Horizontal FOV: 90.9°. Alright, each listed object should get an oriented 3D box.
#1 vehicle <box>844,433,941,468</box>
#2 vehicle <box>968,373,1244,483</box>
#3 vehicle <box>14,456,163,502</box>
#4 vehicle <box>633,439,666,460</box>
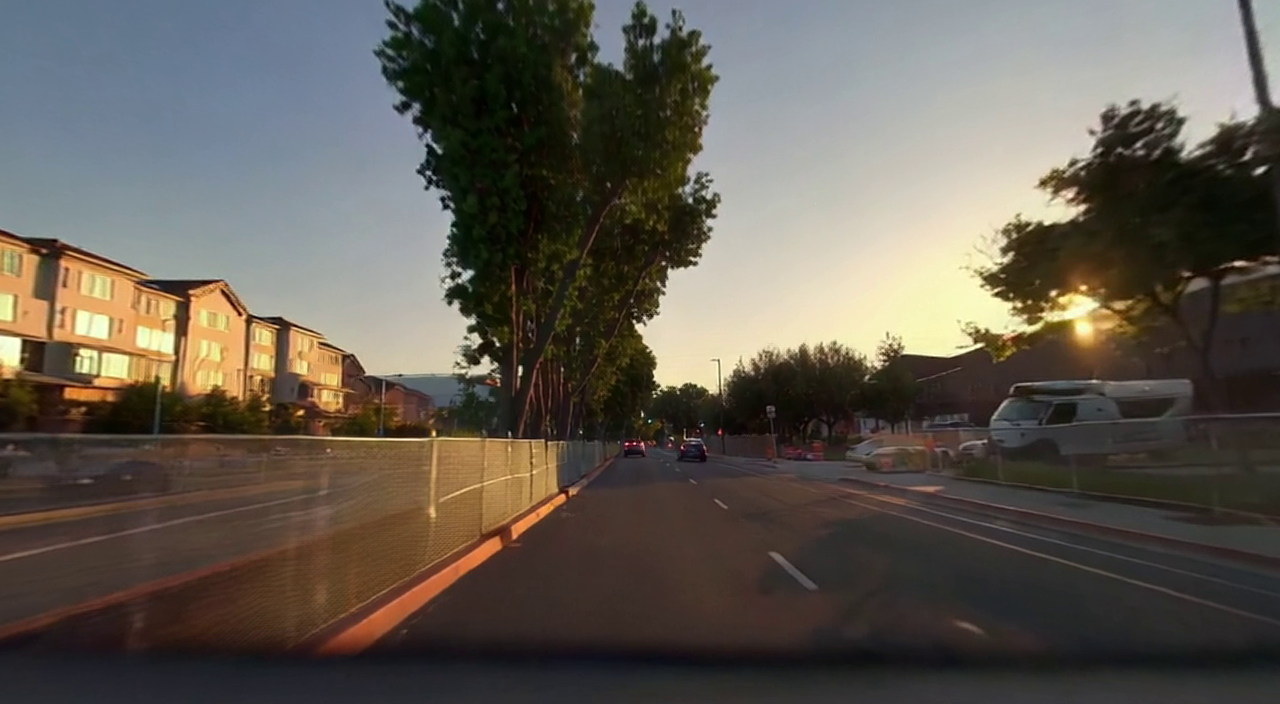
[{"bbox_3d":[12.260,4.776,30.924,1.948,1.466,4.520,-1,-7,-16],"label":"vehicle"},{"bbox_3d":[15.523,2.615,21.504,6.641,3.391,3.387,0,-8,-3],"label":"vehicle"},{"bbox_3d":[-20.733,4.746,23.978,1.794,1.463,4.332,0,-8,-1],"label":"vehicle"},{"bbox_3d":[0.766,7.326,47.643,1.974,1.490,4.231,-1,-8,8],"label":"vehicle"}]
